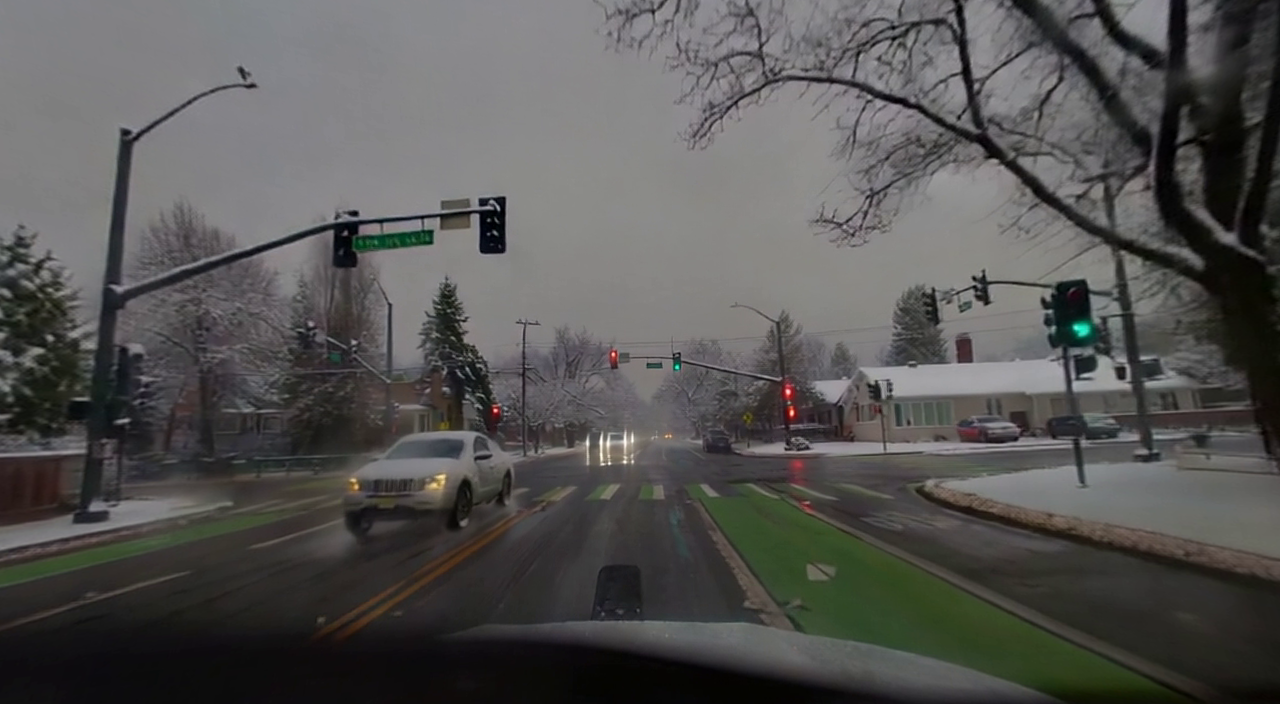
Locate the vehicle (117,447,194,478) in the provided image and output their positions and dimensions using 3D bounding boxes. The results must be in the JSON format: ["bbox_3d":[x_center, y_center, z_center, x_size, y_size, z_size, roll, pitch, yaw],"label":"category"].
[{"bbox_3d":[-35.073,7.982,45.733,1.979,2.043,4.543,0,-8,0],"label":"vehicle"}]

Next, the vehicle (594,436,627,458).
[{"bbox_3d":[-2.096,6.825,45.427,1.982,1.472,4.103,-1,-8,3],"label":"vehicle"}]

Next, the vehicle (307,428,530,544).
[{"bbox_3d":[-3.322,2.109,10.659,1.904,1.489,4.746,-1,-8,2],"label":"vehicle"}]

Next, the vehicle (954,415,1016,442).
[{"bbox_3d":[24.015,5.407,44.009,1.964,1.759,4.583,-1,-8,4],"label":"vehicle"}]

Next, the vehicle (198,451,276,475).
[{"bbox_3d":[-29.257,8.044,45.906,1.972,1.567,5.009,-1,-8,6],"label":"vehicle"}]

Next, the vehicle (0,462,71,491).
[{"bbox_3d":[-37.922,7.659,38.806,3.835,1.665,1.826,-1,-9,3],"label":"vehicle"}]

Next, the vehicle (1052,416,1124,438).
[{"bbox_3d":[30.979,5.267,43.652,1.837,1.396,4.695,-1,-8,5],"label":"vehicle"}]

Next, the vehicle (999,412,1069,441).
[{"bbox_3d":[27.163,5.215,43.579,2.033,1.821,4.542,-1,-8,3],"label":"vehicle"}]
